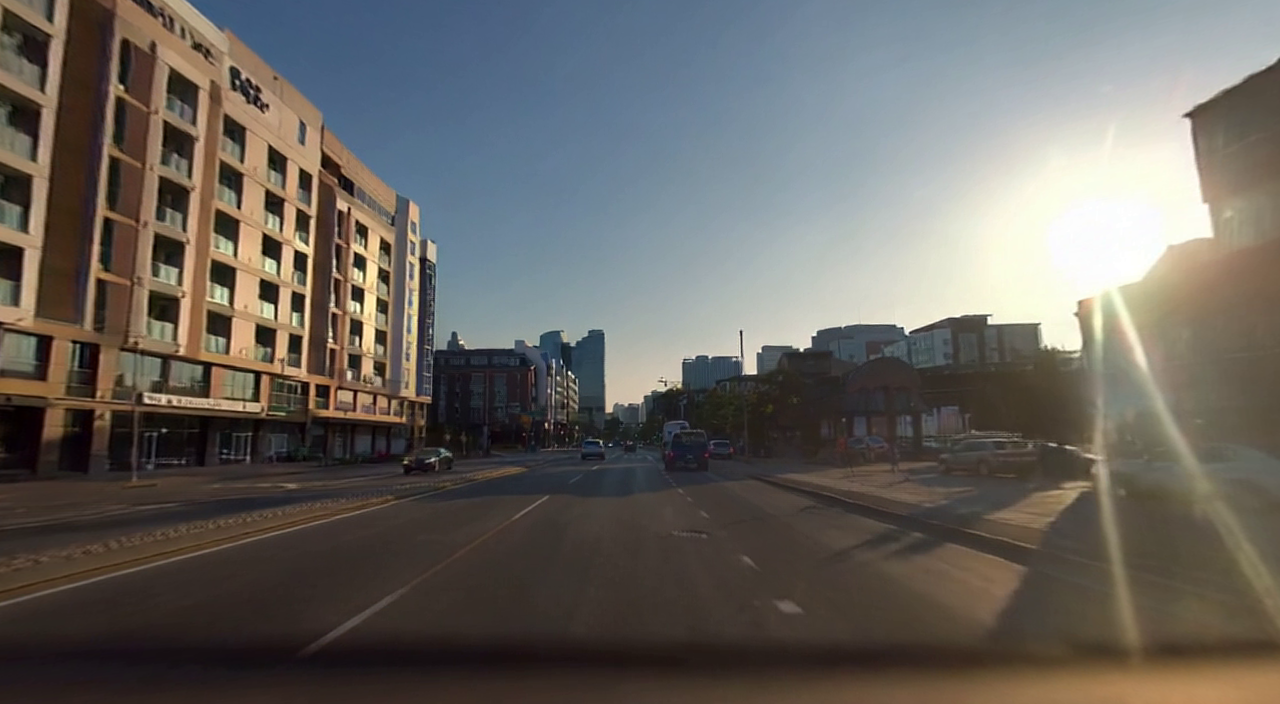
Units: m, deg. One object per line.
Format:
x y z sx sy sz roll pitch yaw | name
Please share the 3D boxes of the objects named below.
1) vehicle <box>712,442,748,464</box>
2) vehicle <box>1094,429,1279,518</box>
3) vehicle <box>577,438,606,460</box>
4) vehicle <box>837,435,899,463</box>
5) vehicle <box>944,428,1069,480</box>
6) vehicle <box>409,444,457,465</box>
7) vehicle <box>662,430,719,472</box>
6.313 7.110 44.538 1.795 1.459 4.333 0 -8 -2 | vehicle
12.009 2.337 12.607 1.954 1.483 4.742 -2 -8 -7 | vehicle
-3.706 7.535 49.099 2.046 1.617 4.601 0 -8 -1 | vehicle
14.430 6.158 40.245 1.975 1.648 4.451 1 -8 -5 | vehicle
14.219 4.022 24.948 2.019 1.819 4.909 0 -9 1 | vehicle
-15.438 7.649 47.392 2.019 1.471 4.513 0 -8 0 | vehicle
2.282 4.691 29.992 2.130 1.787 5.126 0 -8 -1 | vehicle
